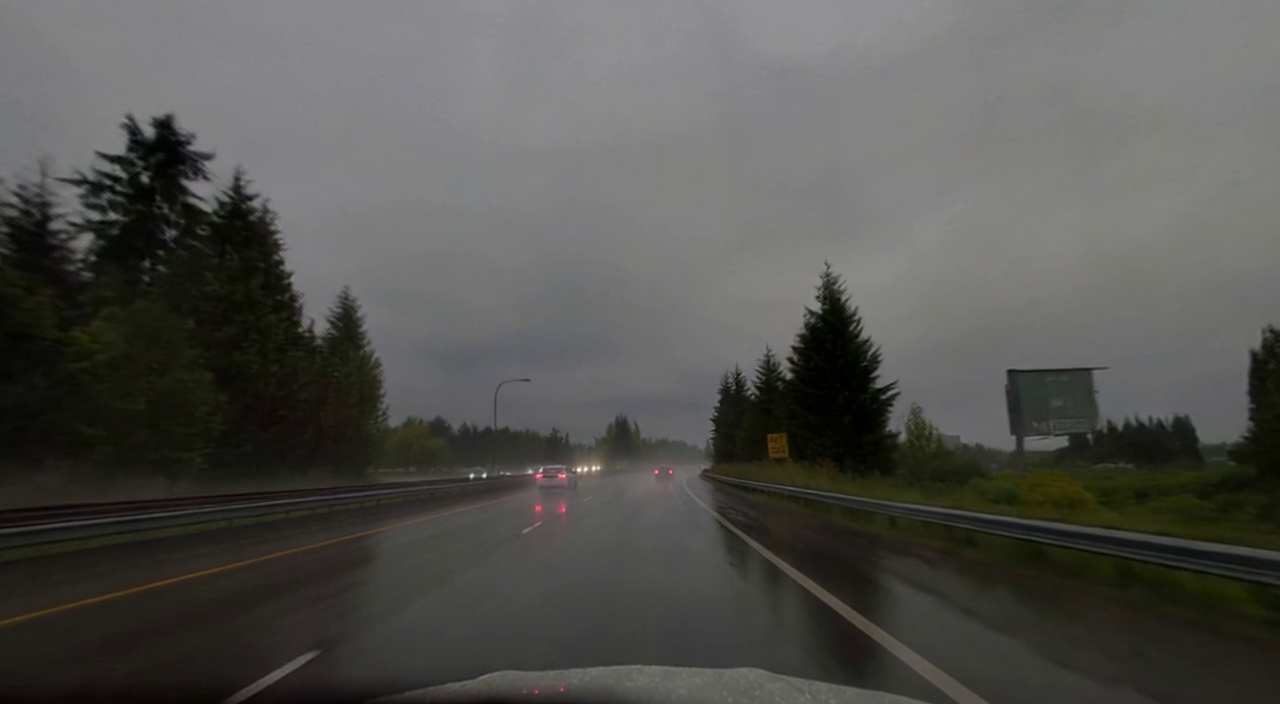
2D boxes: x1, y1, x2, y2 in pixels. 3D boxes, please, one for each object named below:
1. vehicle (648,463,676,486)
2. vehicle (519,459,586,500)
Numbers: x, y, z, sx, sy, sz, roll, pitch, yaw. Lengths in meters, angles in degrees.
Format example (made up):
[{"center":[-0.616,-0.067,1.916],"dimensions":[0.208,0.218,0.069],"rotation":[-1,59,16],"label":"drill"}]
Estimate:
[{"center":[1.619,9.108,46.814],"dimensions":[2.000,1.594,3.996],"rotation":[1,-10,2],"label":"vehicle"},{"center":[-3.671,5.468,27.286],"dimensions":[2.063,1.556,4.740],"rotation":[1,-10,1],"label":"vehicle"}]
